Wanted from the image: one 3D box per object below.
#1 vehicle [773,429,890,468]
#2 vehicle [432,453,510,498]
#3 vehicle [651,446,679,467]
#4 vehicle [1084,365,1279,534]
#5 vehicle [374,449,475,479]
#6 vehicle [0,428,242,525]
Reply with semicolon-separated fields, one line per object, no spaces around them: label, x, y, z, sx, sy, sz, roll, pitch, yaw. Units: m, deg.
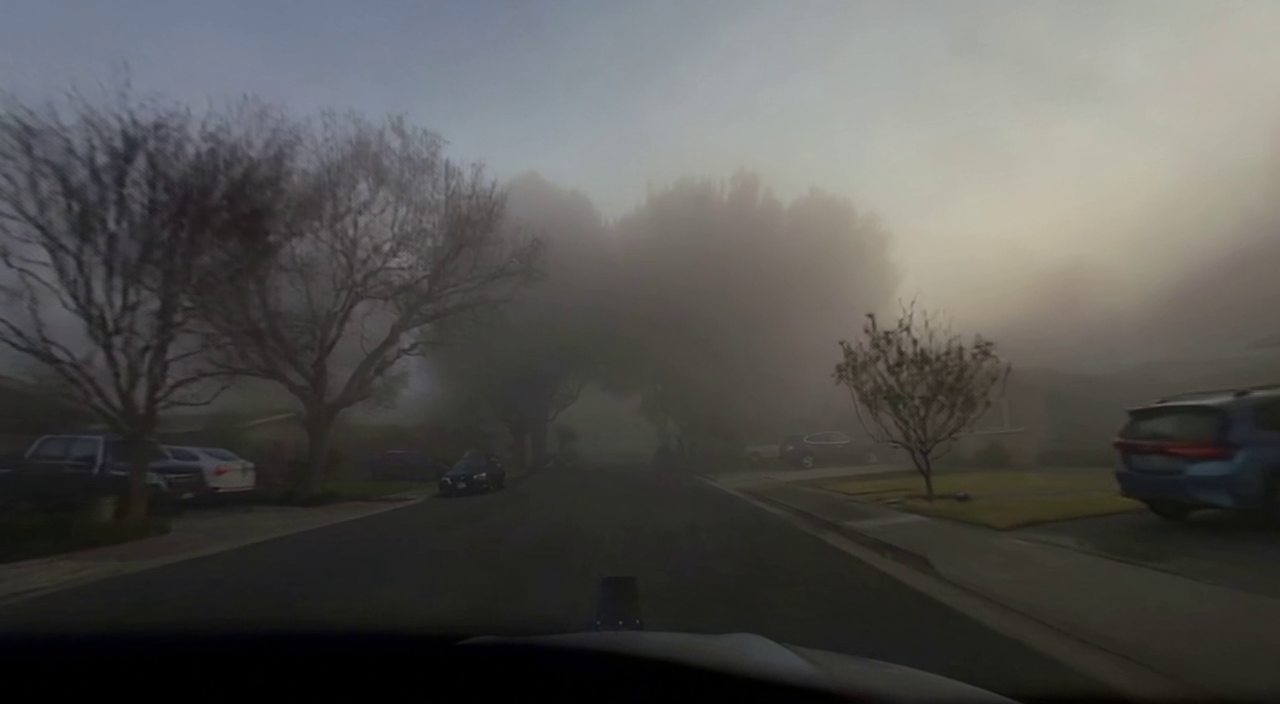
vehicle;8.534;4.346;28.389;4.599;1.652;1.903;0;-9;-3
vehicle;-6.209;4.533;23.596;1.878;1.496;3.535;0;-9;0
vehicle;1.835;7.827;47.407;2.022;1.483;4.565;0;-9;1
vehicle;8.190;1.108;7.404;4.492;1.691;1.918;0;-9;-2
vehicle;-12.068;6.301;35.593;4.972;1.623;1.884;0;-9;1
vehicle;-12.295;2.809;14.571;4.753;2.028;2.079;0;-9;0
